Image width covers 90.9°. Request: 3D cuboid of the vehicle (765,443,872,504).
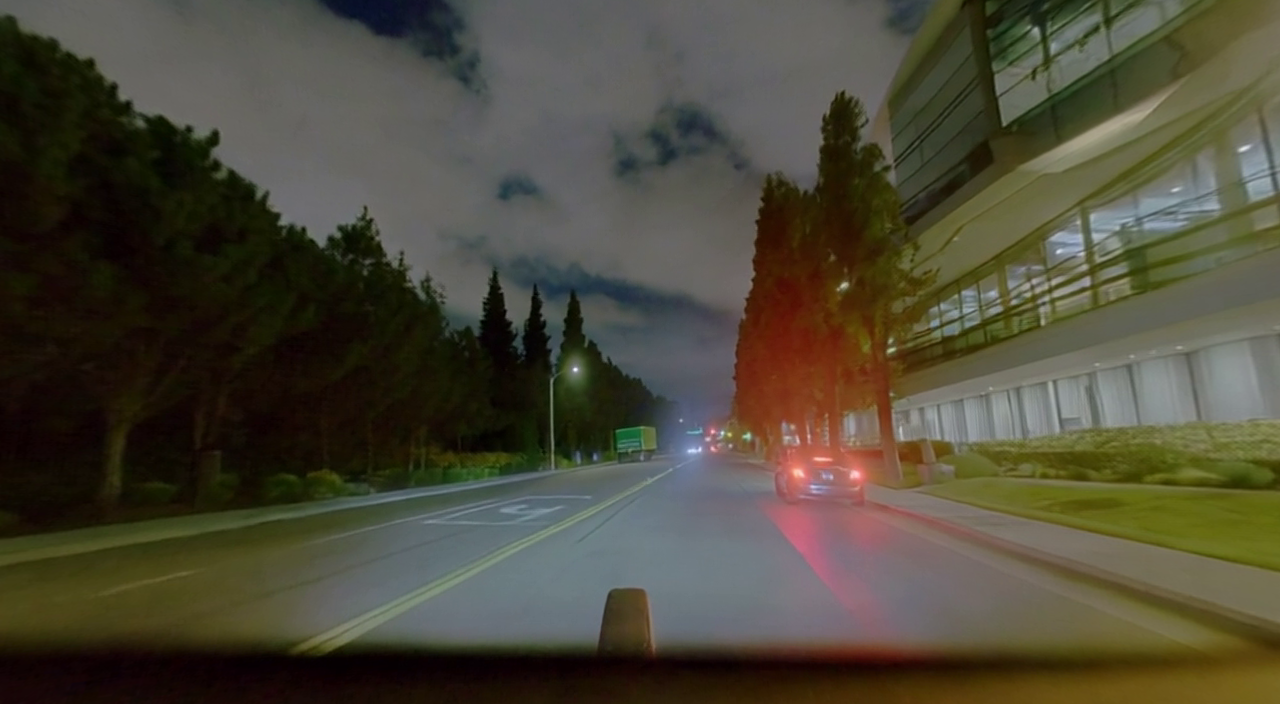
[{"bbox_3d":[4.959,3.437,18.232,2.098,1.509,4.389,0,-9,4],"label":"vehicle"}]
